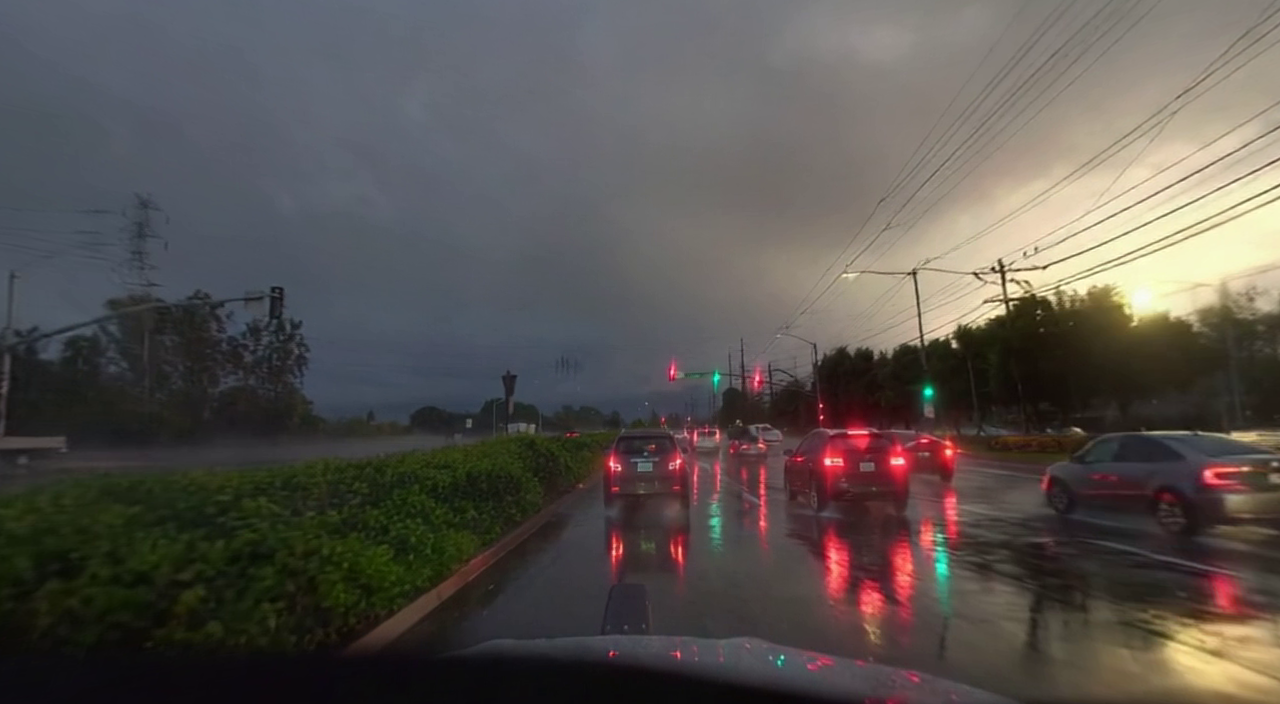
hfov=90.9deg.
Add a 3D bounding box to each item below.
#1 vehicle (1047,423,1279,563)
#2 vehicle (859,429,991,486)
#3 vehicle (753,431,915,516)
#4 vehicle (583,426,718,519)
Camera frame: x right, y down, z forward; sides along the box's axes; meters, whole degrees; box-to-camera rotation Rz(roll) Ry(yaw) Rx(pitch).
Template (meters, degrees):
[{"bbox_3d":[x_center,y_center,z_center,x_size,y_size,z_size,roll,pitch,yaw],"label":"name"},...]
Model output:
[{"bbox_3d":[7.914,1.776,8.557,1.905,1.483,4.469,-1,-8,2],"label":"vehicle"},{"bbox_3d":[8.564,3.222,19.519,1.966,1.536,4.666,0,-8,1],"label":"vehicle"},{"bbox_3d":[3.775,2.444,13.253,2.028,1.454,4.531,0,-8,1],"label":"vehicle"},{"bbox_3d":[0.191,2.309,12.557,2.208,1.498,4.401,0,-8,1],"label":"vehicle"}]
